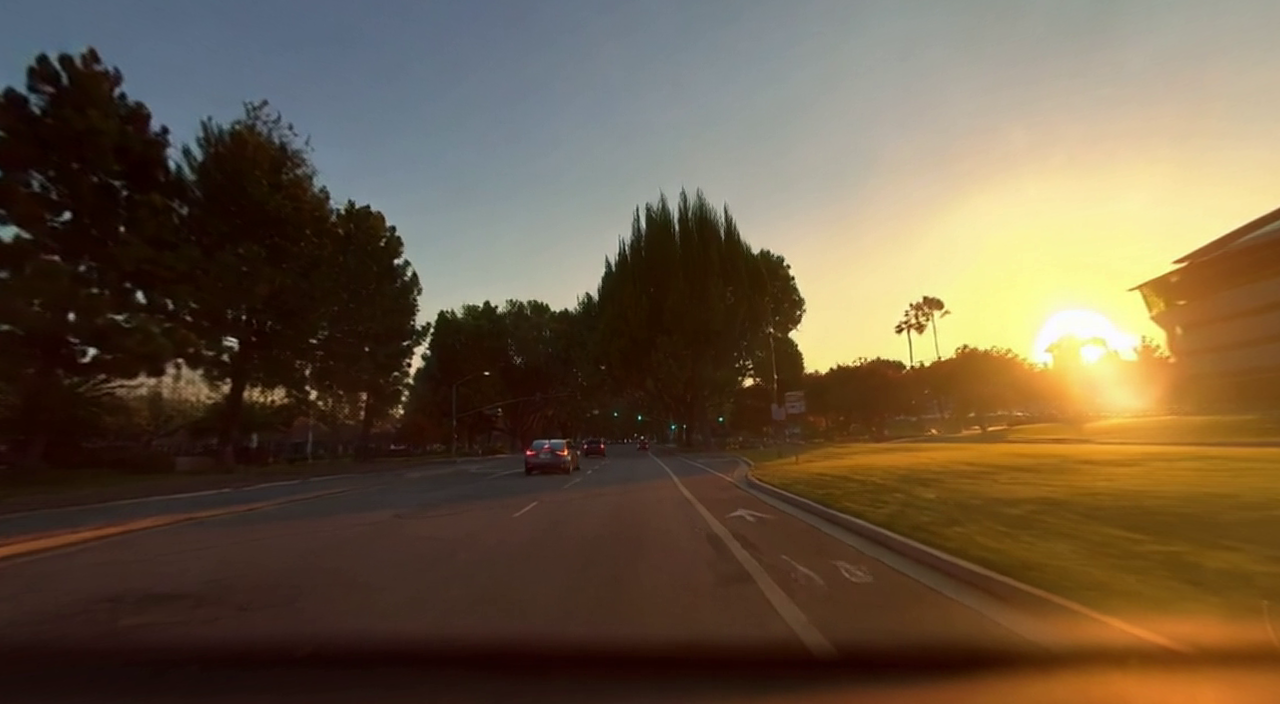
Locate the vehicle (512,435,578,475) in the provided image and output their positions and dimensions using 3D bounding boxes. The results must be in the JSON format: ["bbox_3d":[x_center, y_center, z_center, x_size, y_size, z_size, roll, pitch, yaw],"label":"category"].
[{"bbox_3d":[-3.649,4.045,24.995,1.932,1.431,4.144,0,-8,1],"label":"vehicle"}]
